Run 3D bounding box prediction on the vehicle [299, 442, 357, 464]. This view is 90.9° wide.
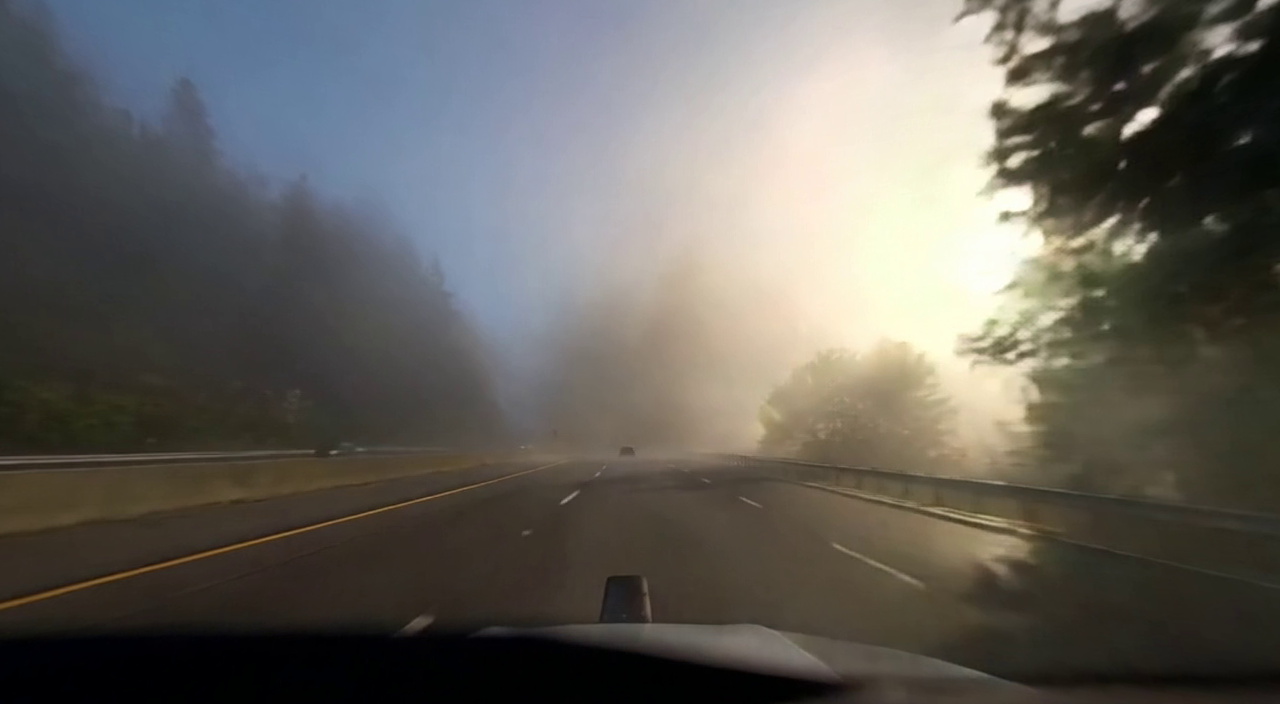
[{"bbox_3d":[-22.573,7.308,45.820,2.002,1.503,4.480,0,-9,-2],"label":"vehicle"}]
